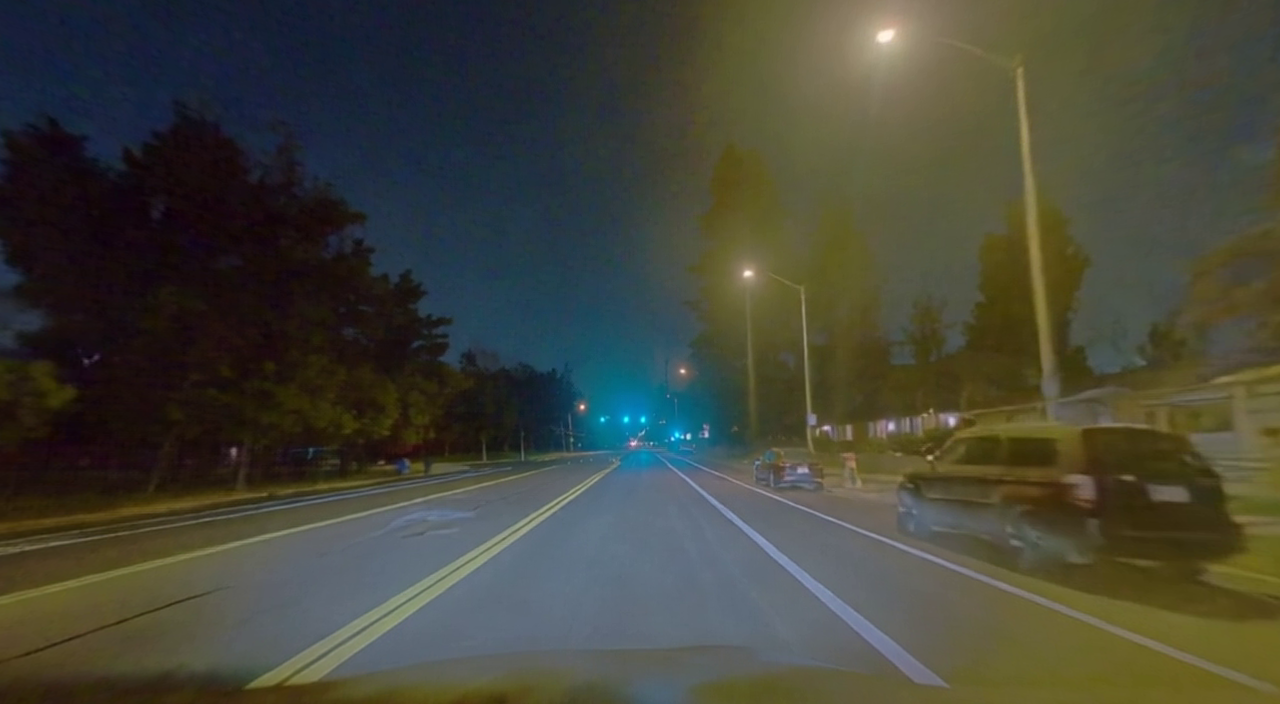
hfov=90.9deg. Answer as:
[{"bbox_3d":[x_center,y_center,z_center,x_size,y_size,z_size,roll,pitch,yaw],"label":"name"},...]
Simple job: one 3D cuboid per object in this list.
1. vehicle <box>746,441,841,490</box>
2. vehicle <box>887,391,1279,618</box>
[{"bbox_3d":[5.010,3.766,21.312,1.995,1.472,4.884,0,-9,0],"label":"vehicle"},{"bbox_3d":[4.814,1.525,7.240,2.069,1.743,4.595,0,-9,0],"label":"vehicle"}]
